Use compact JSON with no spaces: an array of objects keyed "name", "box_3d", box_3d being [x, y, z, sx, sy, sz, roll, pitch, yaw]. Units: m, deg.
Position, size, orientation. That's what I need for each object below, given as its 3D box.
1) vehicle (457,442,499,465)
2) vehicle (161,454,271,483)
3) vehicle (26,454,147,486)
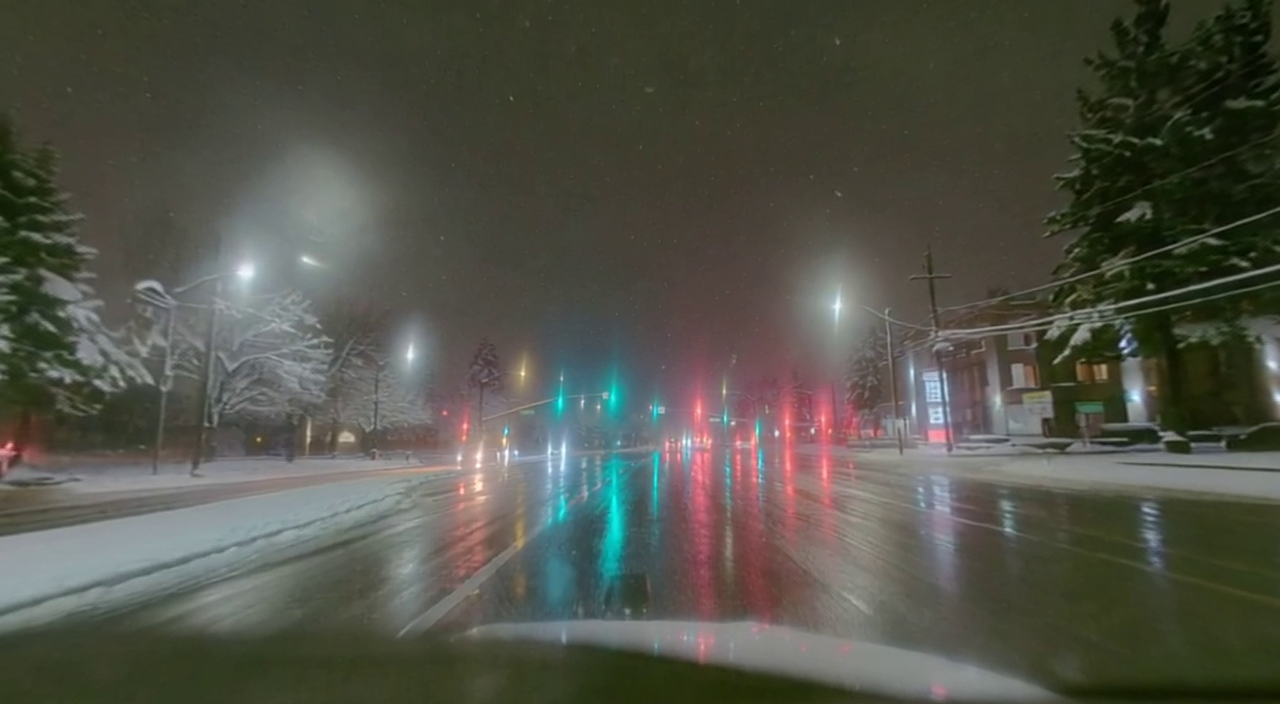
[{"name":"vehicle","box_3d":[-12.621,7.892,49.359,1.940,1.690,4.447,-1,-8,3]},{"name":"vehicle","box_3d":[-23.231,6.398,34.642,4.606,1.458,1.837,0,-8,-5]},{"name":"vehicle","box_3d":[-30.133,6.426,34.431,4.585,1.636,2.000,0,-9,-3]}]
